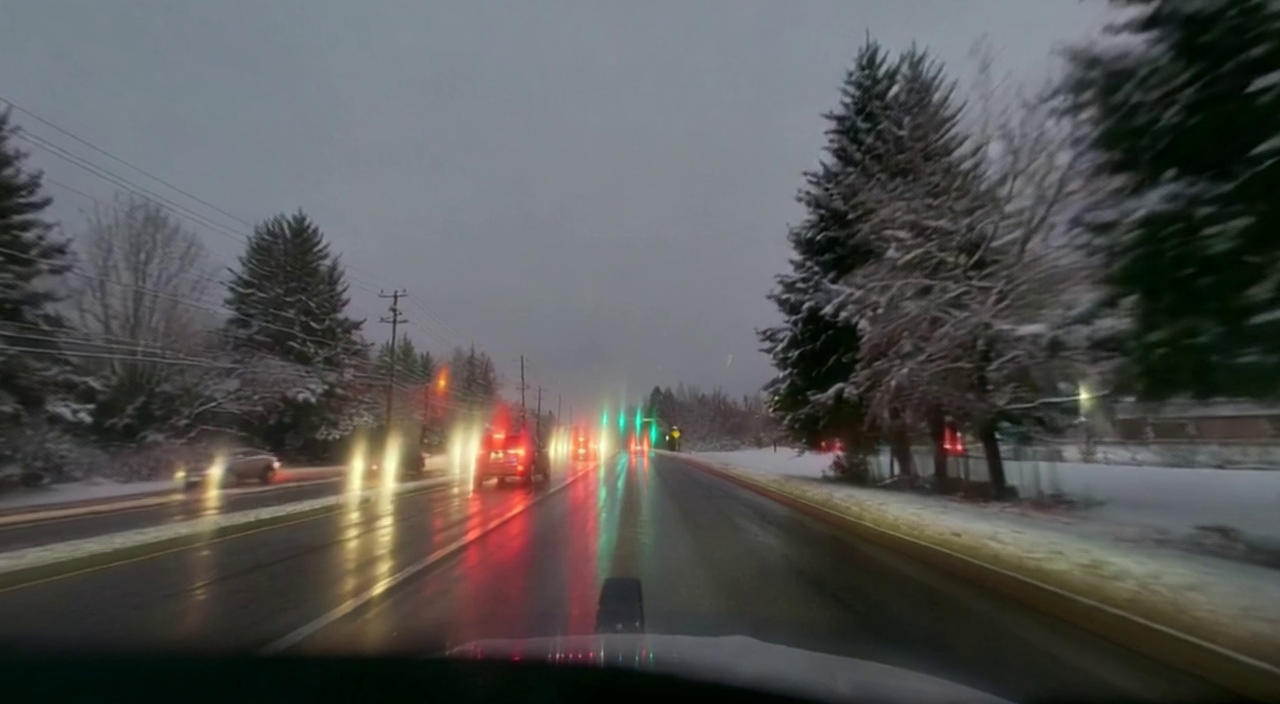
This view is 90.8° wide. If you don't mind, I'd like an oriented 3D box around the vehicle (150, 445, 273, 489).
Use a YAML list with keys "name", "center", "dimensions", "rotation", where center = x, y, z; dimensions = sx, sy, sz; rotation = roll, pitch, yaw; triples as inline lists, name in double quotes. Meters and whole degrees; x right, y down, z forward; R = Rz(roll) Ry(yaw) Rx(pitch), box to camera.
- name: "vehicle"
  center: [-17.988, 4.823, 26.865]
  dimensions: [2.107, 1.676, 4.481]
  rotation: [0, -8, -1]

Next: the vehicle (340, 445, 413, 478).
- name: "vehicle"
  center: [-13.683, 5.668, 33.086]
  dimensions: [1.942, 1.579, 4.409]
  rotation: [1, -8, 0]

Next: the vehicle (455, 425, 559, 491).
- name: "vehicle"
  center: [-3.973, 3.274, 19.773]
  dimensions: [2.189, 1.807, 4.467]
  rotation: [0, -8, 1]

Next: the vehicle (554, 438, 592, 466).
- name: "vehicle"
  center: [-4.279, 6.449, 40.774]
  dimensions: [2.041, 1.698, 4.094]
  rotation: [0, -8, -1]
